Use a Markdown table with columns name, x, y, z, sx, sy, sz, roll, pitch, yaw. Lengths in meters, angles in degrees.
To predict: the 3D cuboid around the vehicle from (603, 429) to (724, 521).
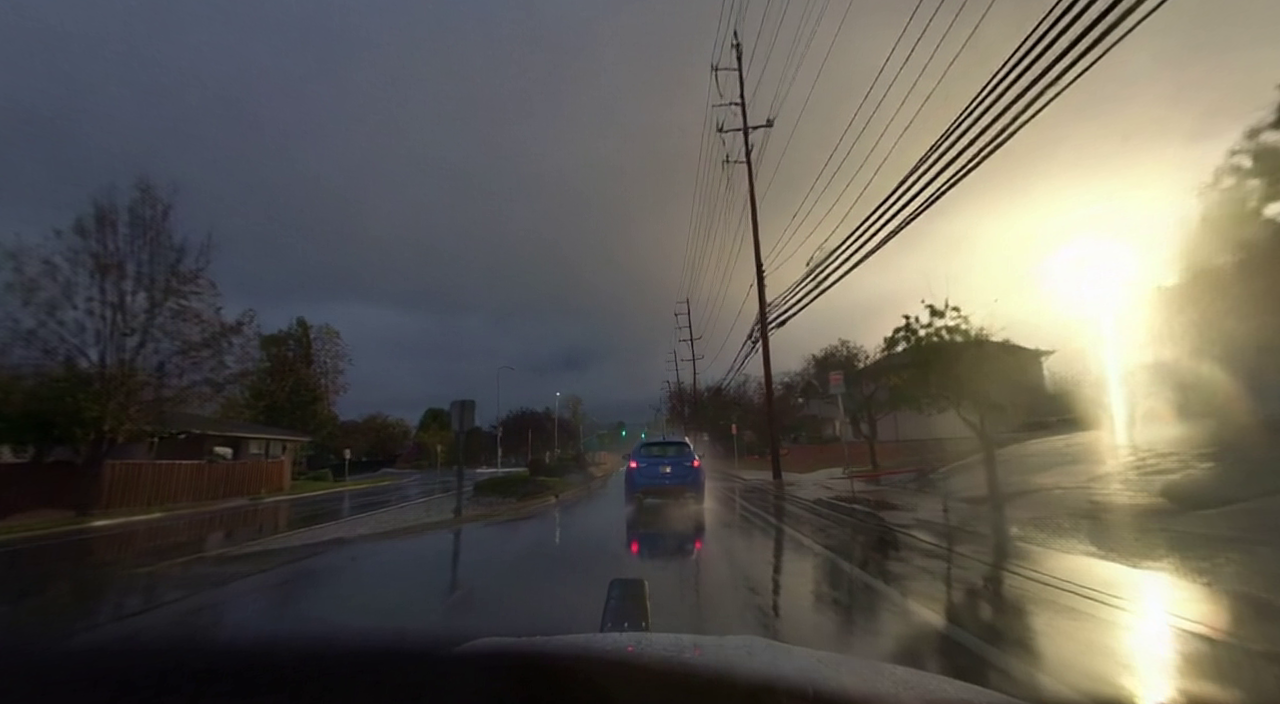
| name | x | y | z | sx | sy | sz | roll | pitch | yaw |
| --- | --- | --- | --- | --- | --- | --- | --- | --- | --- |
| vehicle | 0.415 | 2.552 | 13.612 | 2.200 | 1.653 | 4.127 | 0 | -8 | 0 |
